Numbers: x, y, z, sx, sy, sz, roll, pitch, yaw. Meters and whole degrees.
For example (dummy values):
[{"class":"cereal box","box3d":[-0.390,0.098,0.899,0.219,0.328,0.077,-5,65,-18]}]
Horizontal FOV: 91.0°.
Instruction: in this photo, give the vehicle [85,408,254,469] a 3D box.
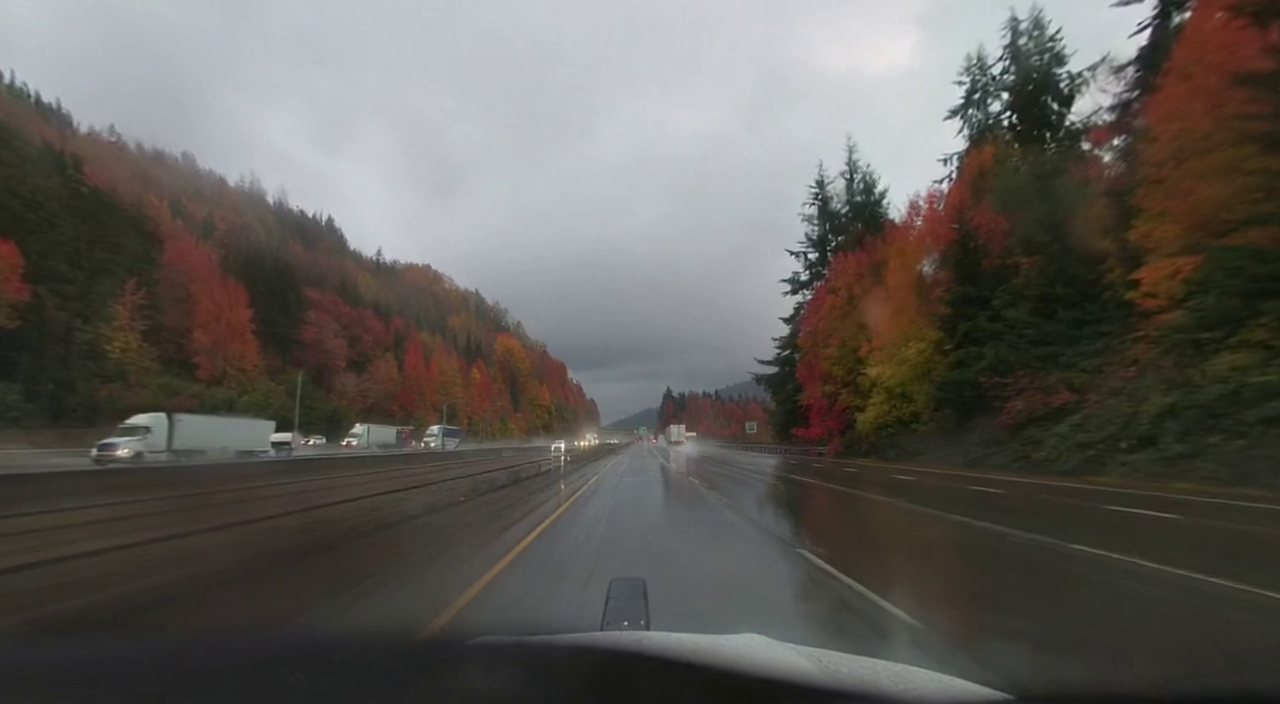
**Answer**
[{"class":"vehicle","box3d":[-31.797,6.040,43.544,2.923,3.656,11.414,0,-8,-1]}]
